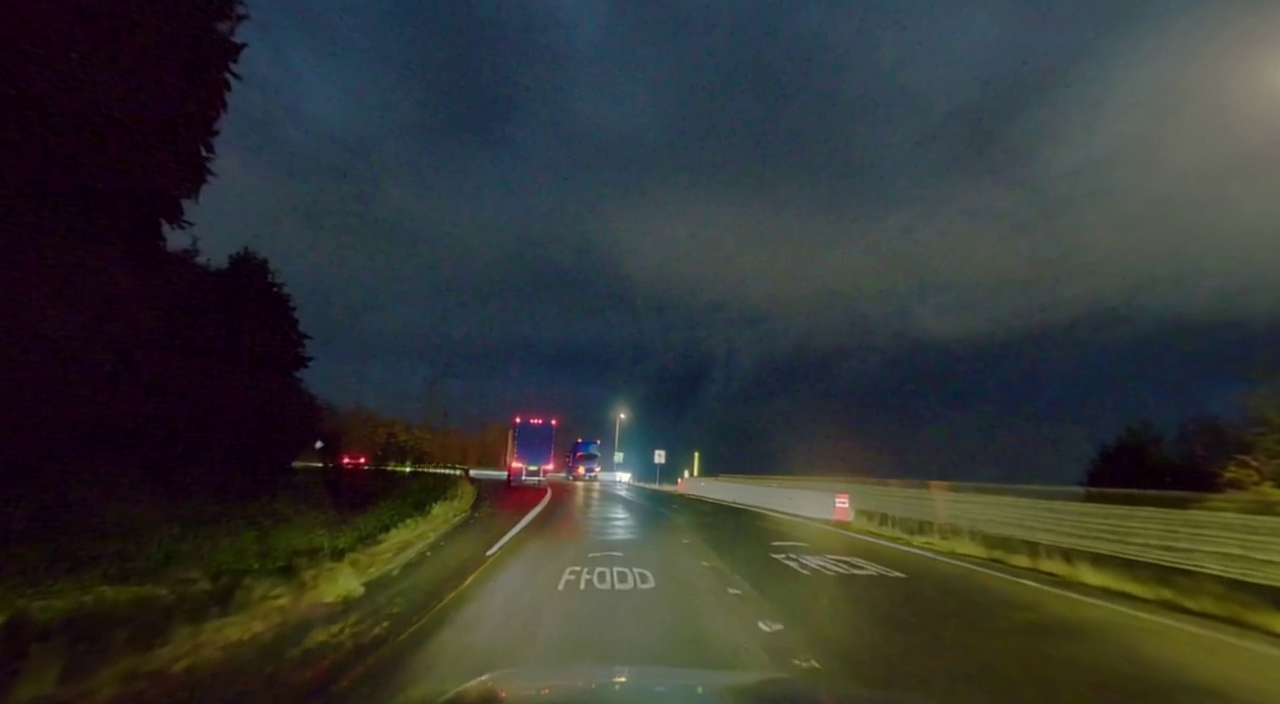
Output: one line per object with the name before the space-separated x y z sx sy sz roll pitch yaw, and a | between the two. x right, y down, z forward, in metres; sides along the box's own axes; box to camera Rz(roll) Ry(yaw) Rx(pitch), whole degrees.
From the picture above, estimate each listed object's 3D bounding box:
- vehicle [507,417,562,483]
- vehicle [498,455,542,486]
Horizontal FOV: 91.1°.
vehicle | -7.078 6.852 43.231 3.025 4.012 8.399 2 -11 -6
vehicle | -6.440 6.426 34.142 2.039 1.536 3.648 2 -10 -6
